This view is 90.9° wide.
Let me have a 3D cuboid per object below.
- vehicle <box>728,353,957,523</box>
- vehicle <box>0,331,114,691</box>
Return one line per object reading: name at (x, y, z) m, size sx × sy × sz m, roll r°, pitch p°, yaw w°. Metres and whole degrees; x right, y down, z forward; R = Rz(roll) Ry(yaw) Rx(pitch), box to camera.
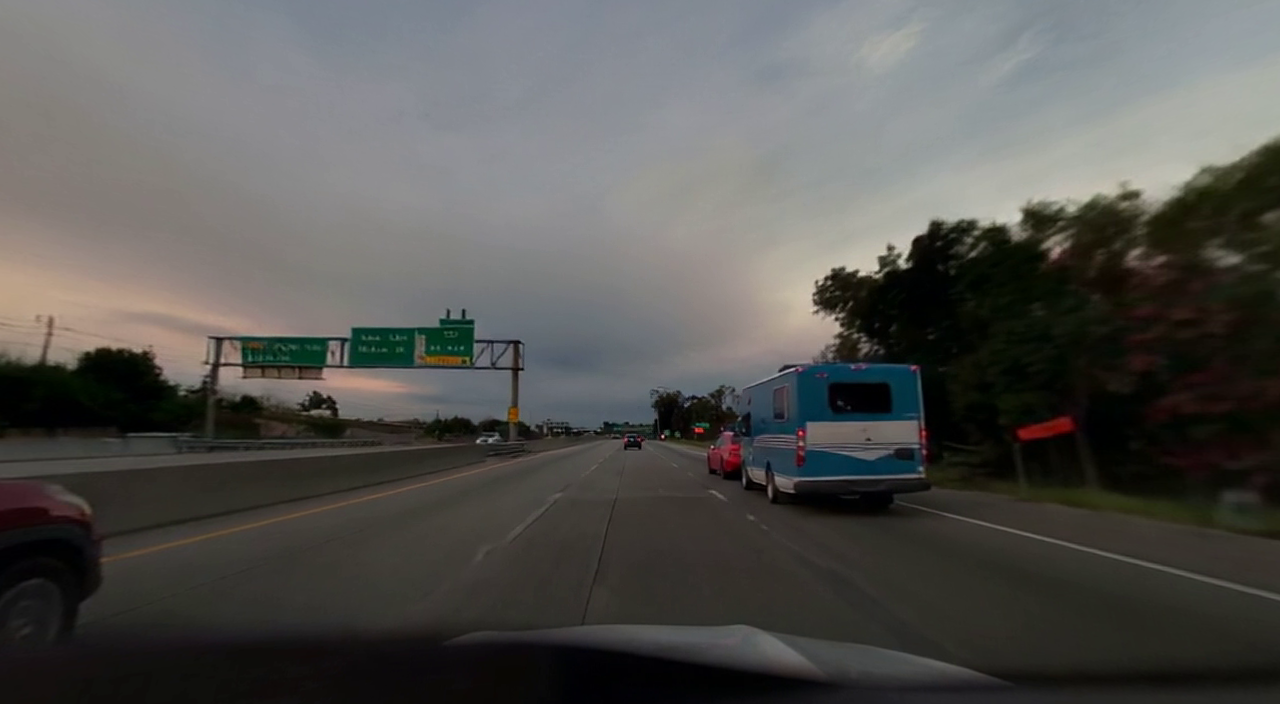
vehicle at (3.585, 1.703, 12.737) m, size 2.590 × 2.680 × 5.445 m, roll 0°, pitch -8°, yaw -2°
vehicle at (-4.093, 0.551, 1.390) m, size 2.061 × 1.732 × 4.457 m, roll 0°, pitch -8°, yaw -2°
